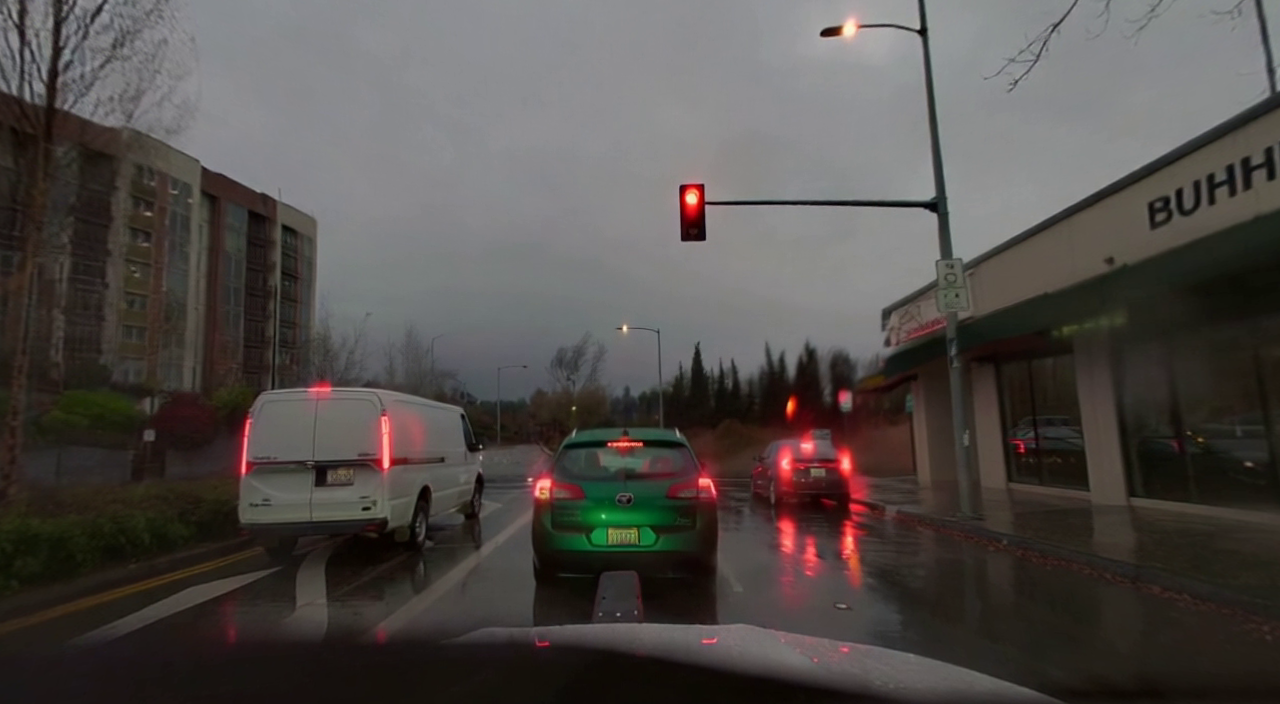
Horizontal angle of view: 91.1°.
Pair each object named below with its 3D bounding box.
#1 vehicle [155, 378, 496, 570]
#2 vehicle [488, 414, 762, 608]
[{"bbox_3d":[-3.582,1.498,8.603,2.076,1.820,5.100,0,-8,-1],"label":"vehicle"},{"bbox_3d":[-0.116,1.466,6.781,2.064,1.452,3.942,0,-8,0],"label":"vehicle"}]
